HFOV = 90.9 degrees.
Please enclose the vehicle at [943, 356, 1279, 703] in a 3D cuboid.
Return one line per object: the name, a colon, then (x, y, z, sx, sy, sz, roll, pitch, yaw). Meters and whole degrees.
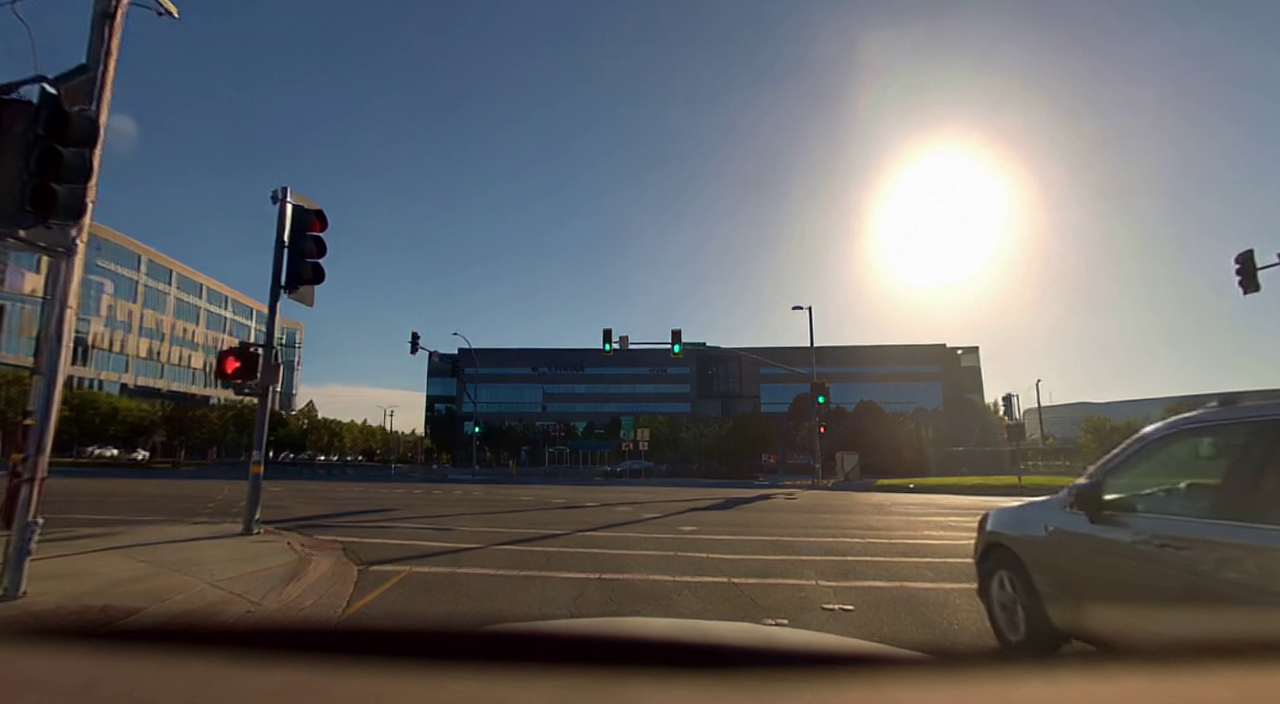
vehicle: (3.138, 0.888, 2.439, 1.938, 1.648, 4.211, -1, -8, 2)
